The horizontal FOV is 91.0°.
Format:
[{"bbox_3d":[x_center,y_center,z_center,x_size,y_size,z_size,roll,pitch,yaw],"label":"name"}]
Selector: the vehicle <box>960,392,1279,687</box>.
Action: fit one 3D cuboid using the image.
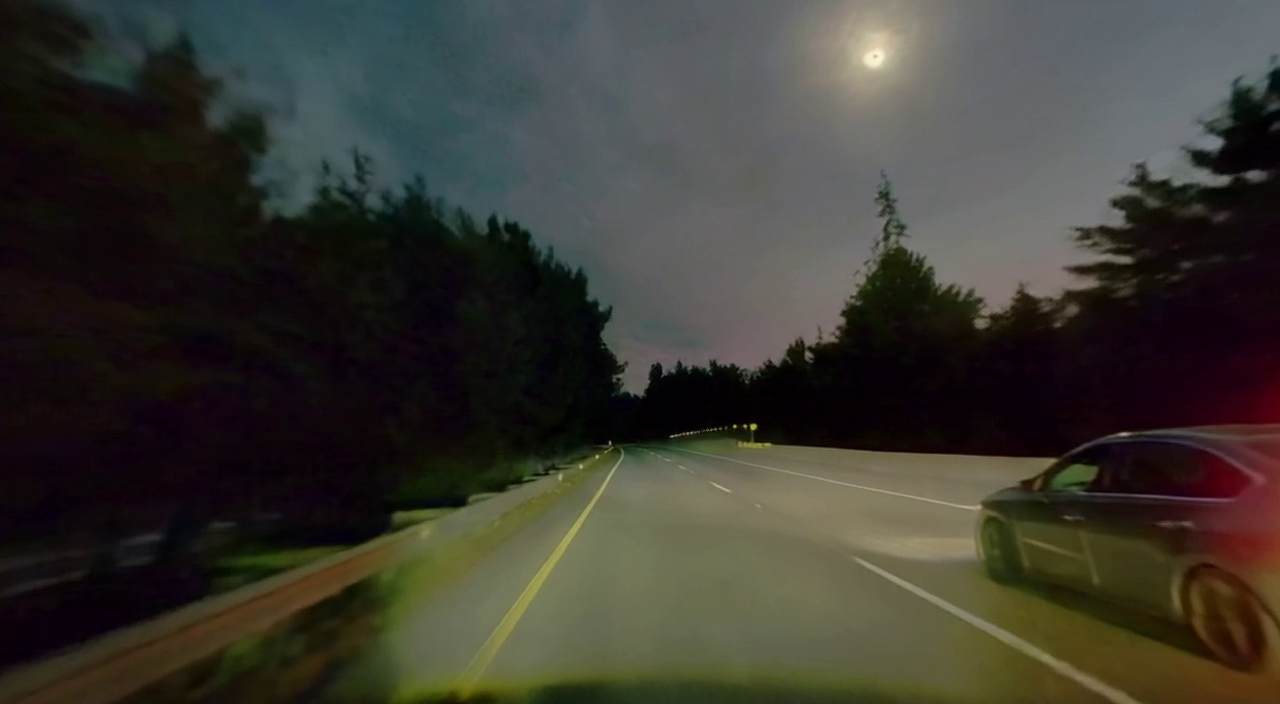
[{"bbox_3d":[4.276,1.077,4.021,1.905,1.525,4.719,0,-8,-1],"label":"vehicle"}]
